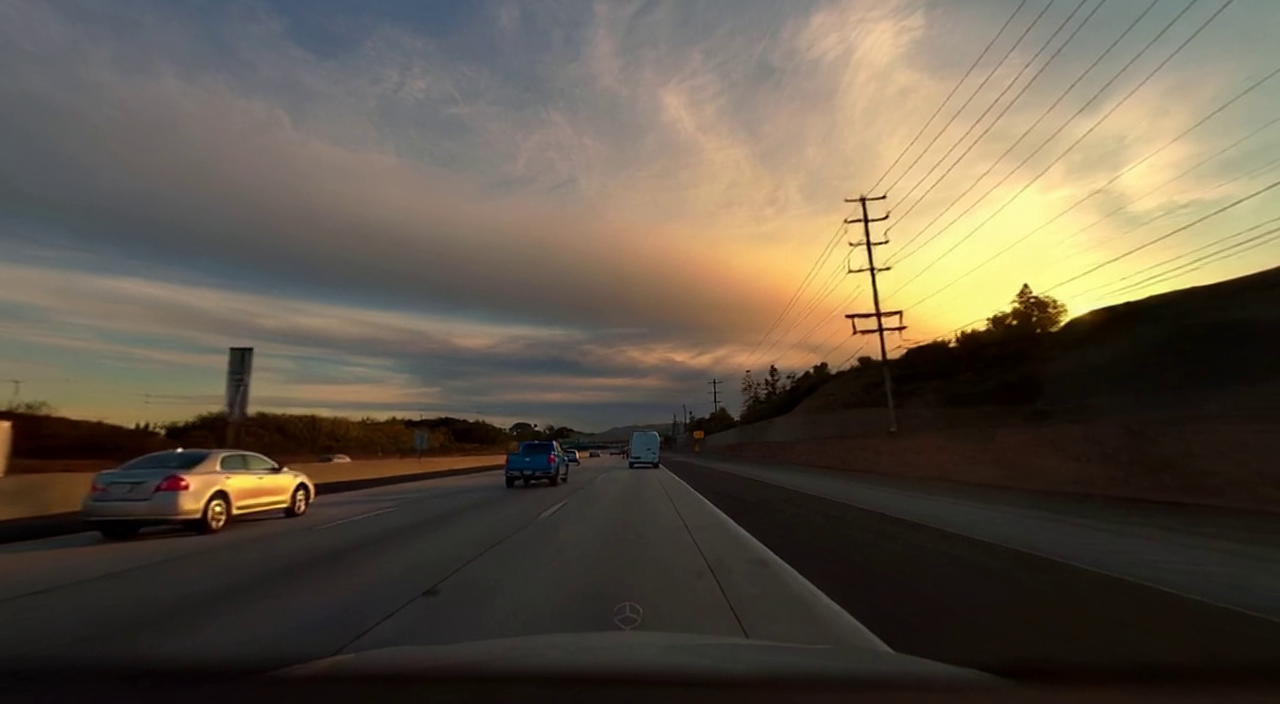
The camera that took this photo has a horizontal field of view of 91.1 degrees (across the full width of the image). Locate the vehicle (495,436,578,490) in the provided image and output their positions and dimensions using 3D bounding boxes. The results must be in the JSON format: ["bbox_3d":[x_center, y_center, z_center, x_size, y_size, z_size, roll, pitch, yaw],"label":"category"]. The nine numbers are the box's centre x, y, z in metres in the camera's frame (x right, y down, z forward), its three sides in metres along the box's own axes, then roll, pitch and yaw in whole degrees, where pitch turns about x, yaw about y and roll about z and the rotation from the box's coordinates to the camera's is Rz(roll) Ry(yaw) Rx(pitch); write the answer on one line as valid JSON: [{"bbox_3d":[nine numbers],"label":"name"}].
[{"bbox_3d":[-3.656,4.018,23.108,2.145,1.730,4.729,-1,-8,2],"label":"vehicle"}]

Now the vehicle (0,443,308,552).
[{"bbox_3d":[-8.040,2.349,10.967,1.941,1.475,4.597,0,-8,1],"label":"vehicle"}]

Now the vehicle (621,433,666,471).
[{"bbox_3d":[0.212,6.487,40.833,2.692,2.279,5.695,0,-8,0],"label":"vehicle"}]
